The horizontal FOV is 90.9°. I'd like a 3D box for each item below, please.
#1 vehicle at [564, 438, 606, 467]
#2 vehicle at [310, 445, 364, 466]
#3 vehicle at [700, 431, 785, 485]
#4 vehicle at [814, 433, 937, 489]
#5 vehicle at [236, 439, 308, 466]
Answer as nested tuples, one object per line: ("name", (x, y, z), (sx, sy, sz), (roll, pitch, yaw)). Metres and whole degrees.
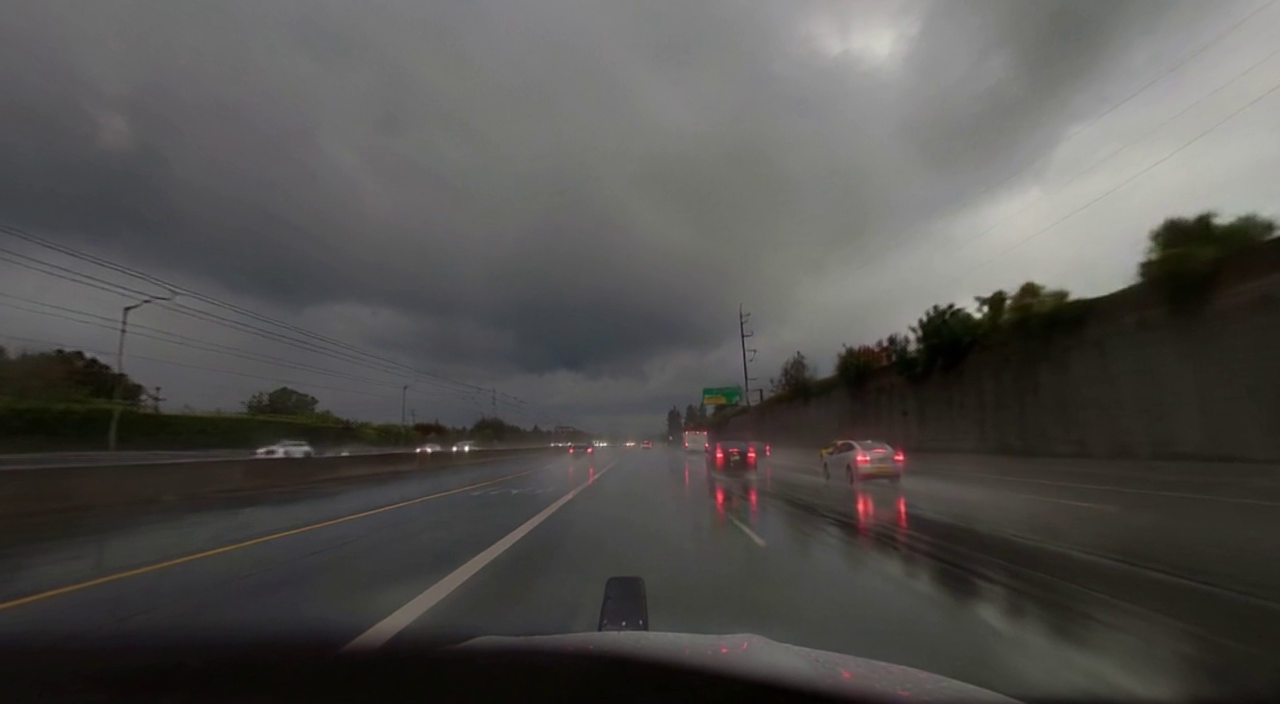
("vehicle", (-3.332, 6.215, 39.229), (2.106, 1.682, 4.395), (-1, -8, 2))
("vehicle", (-22.304, 7.625, 46.642), (1.863, 1.400, 4.075), (-1, -8, 2))
("vehicle", (3.391, 3.608, 21.834), (2.146, 1.639, 4.475), (0, -8, 0))
("vehicle", (7.249, 3.389, 20.036), (1.988, 1.518, 4.856), (0, -8, -1))
("vehicle", (-25.198, 6.886, 43.415), (1.996, 1.661, 4.748), (-1, -8, 1))
